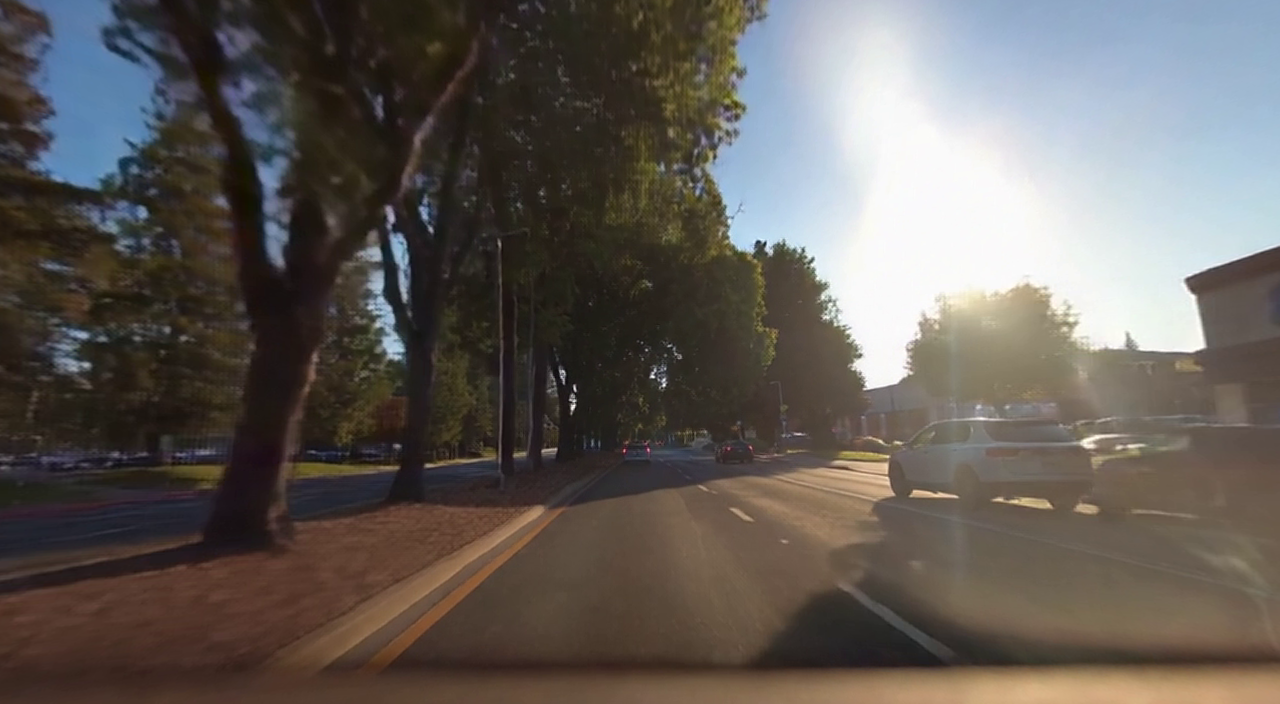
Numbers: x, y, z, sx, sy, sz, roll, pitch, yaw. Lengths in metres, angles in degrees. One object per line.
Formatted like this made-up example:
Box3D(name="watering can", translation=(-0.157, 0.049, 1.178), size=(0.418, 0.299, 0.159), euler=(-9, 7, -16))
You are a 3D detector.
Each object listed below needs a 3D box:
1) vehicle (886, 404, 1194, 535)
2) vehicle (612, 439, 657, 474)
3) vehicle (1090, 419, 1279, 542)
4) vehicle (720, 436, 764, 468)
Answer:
Box3D(name="vehicle", translation=(7.073, 2.172, 12.304), size=(2.240, 1.923, 5.678), euler=(0, -8, -1))
Box3D(name="vehicle", translation=(-0.266, 4.993, 30.507), size=(2.037, 1.568, 3.693), euler=(0, -8, 0))
Box3D(name="vehicle", translation=(10.315, 2.042, 10.353), size=(1.988, 1.783, 5.324), euler=(0, -9, 1))
Box3D(name="vehicle", translation=(6.216, 6.123, 38.945), size=(1.955, 1.845, 4.538), euler=(0, -8, 0))
